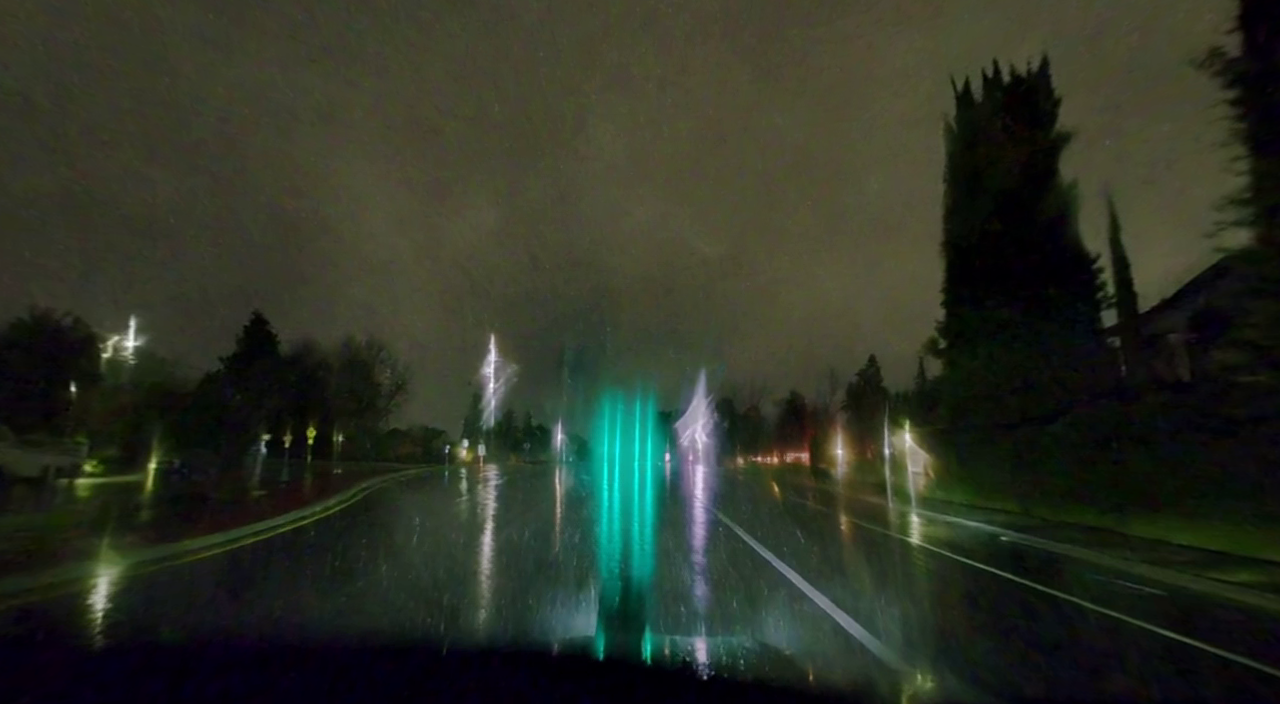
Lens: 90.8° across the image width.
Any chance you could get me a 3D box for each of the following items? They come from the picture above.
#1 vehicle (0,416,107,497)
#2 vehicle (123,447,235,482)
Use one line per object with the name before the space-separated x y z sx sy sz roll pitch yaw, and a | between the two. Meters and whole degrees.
vehicle | -22.183 3.628 21.548 2.314 2.597 6.819 -3 -10 -3
vehicle | -22.721 5.512 31.446 2.049 1.578 4.787 0 -9 -2
